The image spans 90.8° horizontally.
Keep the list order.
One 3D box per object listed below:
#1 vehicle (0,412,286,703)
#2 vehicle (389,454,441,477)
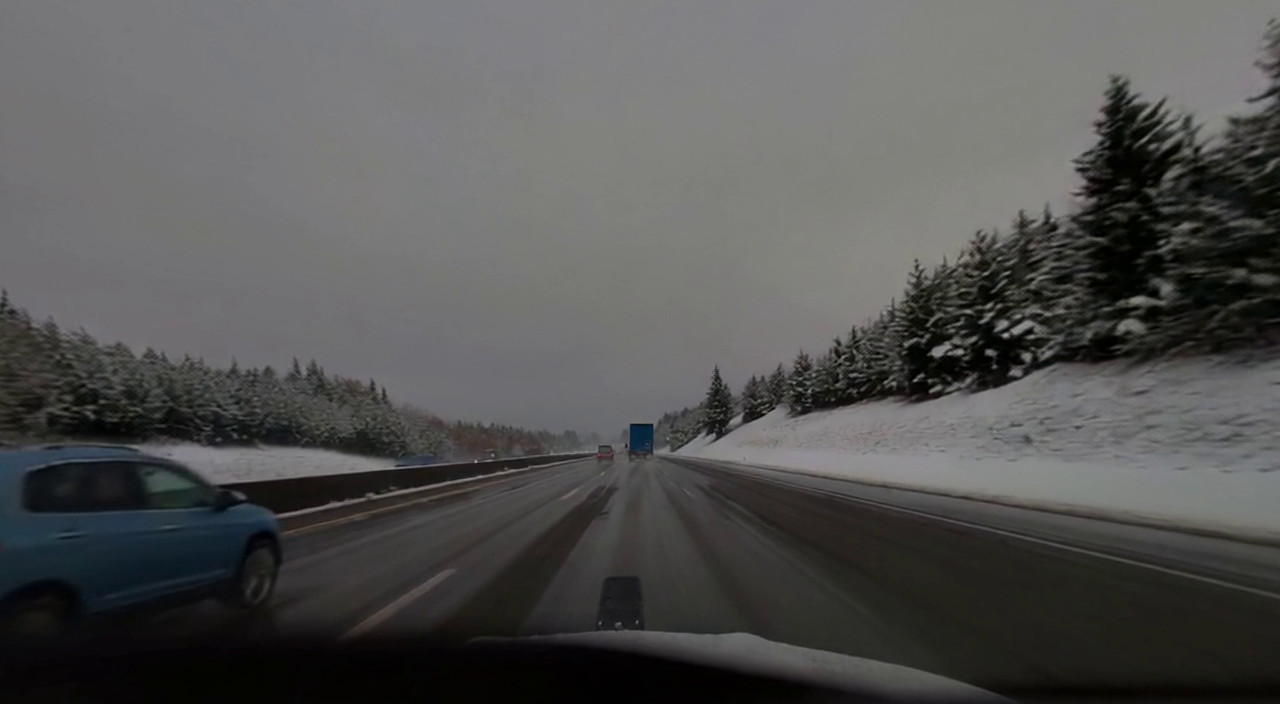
[{"bbox_3d":[-4.227,1.138,3.528,2.051,1.537,4.111,0,-9,0],"label":"vehicle"},{"bbox_3d":[-15.861,8.003,44.691,1.970,1.474,4.595,0,-9,0],"label":"vehicle"}]
